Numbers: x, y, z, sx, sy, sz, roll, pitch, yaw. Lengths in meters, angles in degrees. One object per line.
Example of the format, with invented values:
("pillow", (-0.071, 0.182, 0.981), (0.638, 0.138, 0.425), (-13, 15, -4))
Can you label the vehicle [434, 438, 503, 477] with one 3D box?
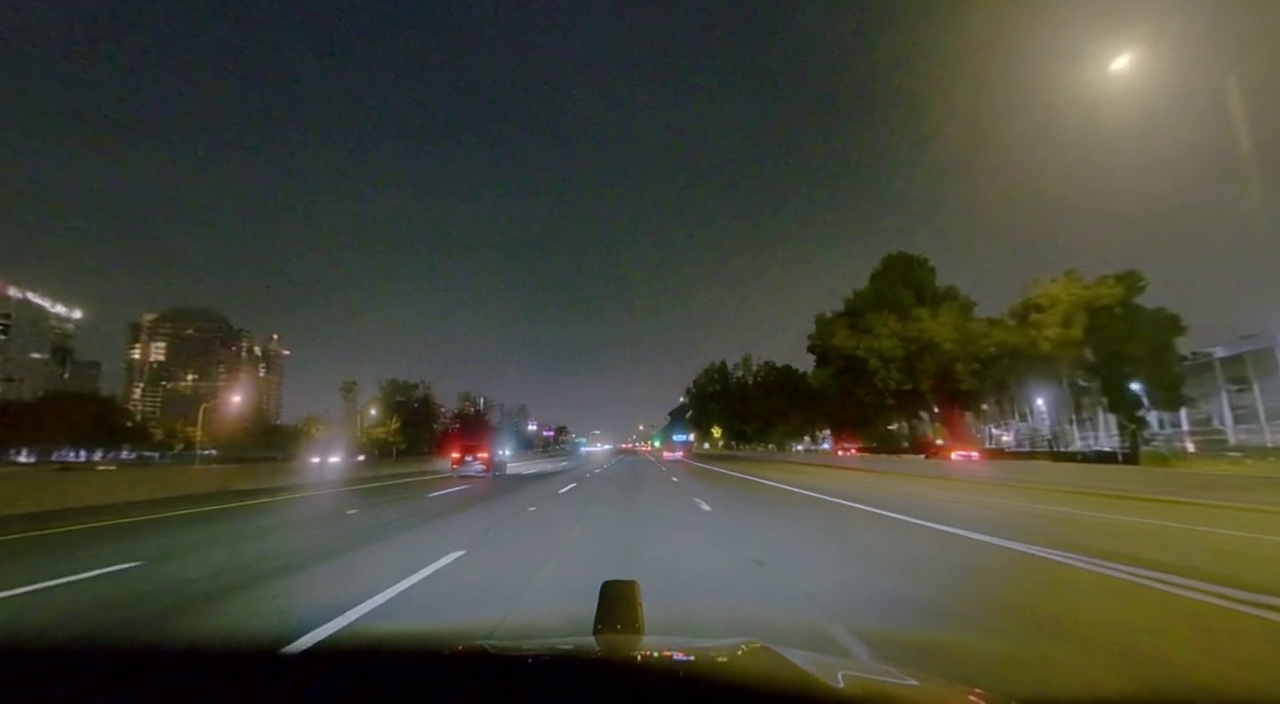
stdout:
("vehicle", (-8.077, 4.986, 30.141), (2.089, 1.724, 4.327), (0, -9, 0))

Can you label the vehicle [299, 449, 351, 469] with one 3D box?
("vehicle", (-24.791, 8.408, 49.917), (1.786, 1.482, 4.453), (0, -8, 0))
